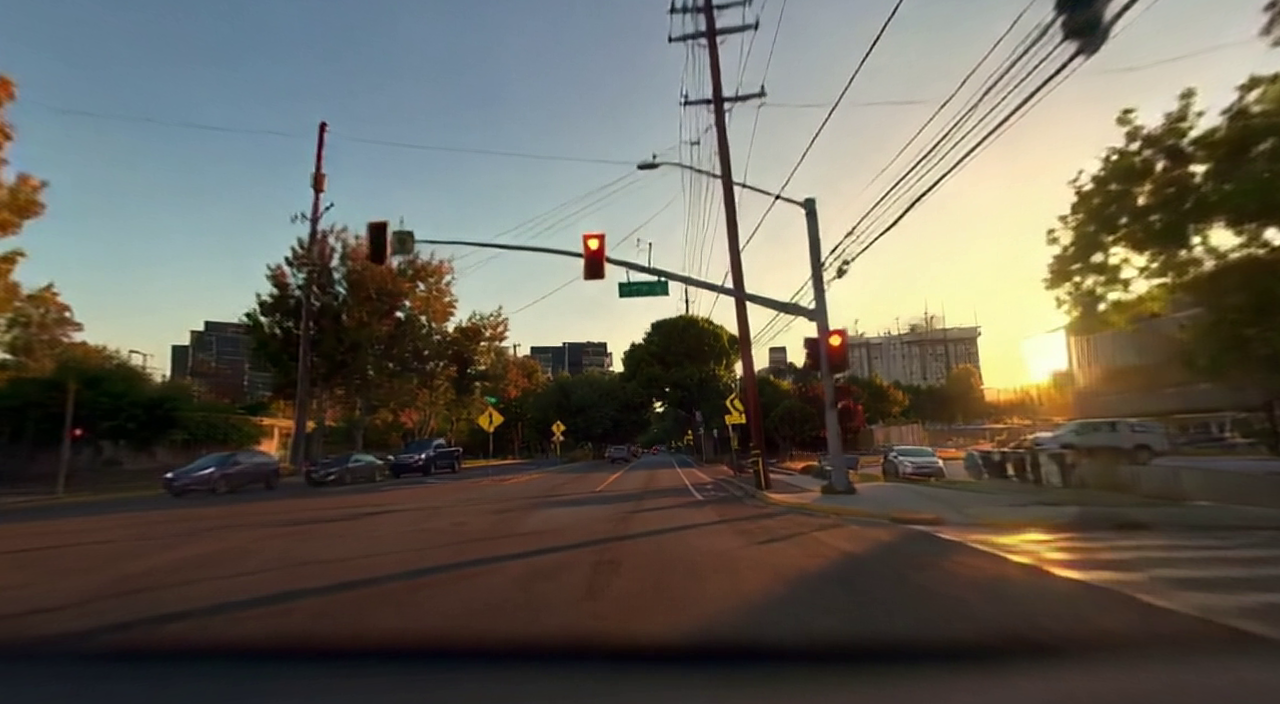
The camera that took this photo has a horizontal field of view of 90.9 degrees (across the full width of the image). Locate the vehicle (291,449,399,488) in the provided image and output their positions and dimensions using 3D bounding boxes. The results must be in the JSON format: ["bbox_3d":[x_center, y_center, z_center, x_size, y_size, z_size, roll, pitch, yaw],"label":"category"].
[{"bbox_3d":[-12.652,5.003,27.450,2.090,1.519,4.919,-1,-9,3],"label":"vehicle"}]

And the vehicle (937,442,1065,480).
[{"bbox_3d":[15.383,4.611,27.108,1.994,1.453,4.249,3,-9,-28],"label":"vehicle"}]

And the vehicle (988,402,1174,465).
[{"bbox_3d":[18.393,3.500,26.707,2.609,2.332,5.734,4,-10,-27],"label":"vehicle"}]

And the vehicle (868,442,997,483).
[{"bbox_3d":[12.283,4.621,26.852,1.897,1.532,4.694,4,-9,-28],"label":"vehicle"}]

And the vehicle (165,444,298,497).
[{"bbox_3d":[-16.156,4.668,25.290,2.112,1.880,4.479,-1,-9,4],"label":"vehicle"}]

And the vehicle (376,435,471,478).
[{"bbox_3d":[-12.310,5.990,36.523,2.798,2.249,6.296,-1,-9,6],"label":"vehicle"}]
